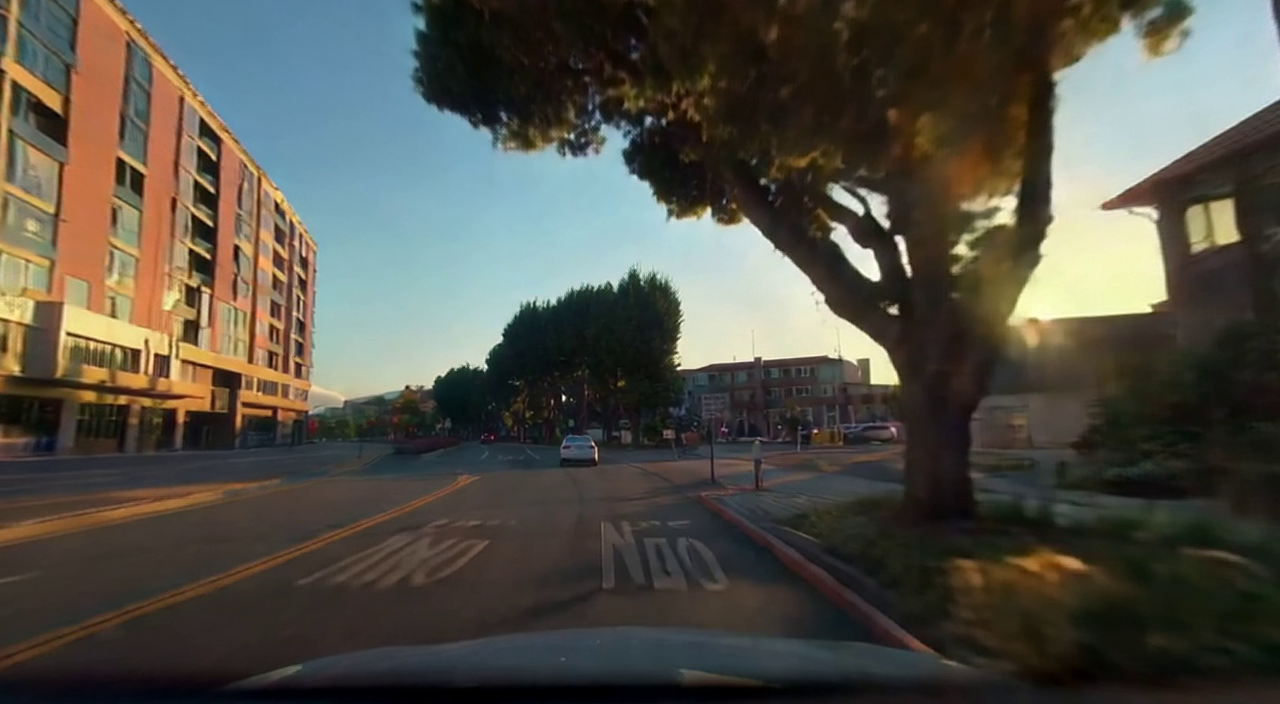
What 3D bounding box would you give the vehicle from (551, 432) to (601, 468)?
[{"bbox_3d":[-3.125,4.697,30.517,2.231,1.572,4.227,1,-8,-7],"label":"vehicle"}]
